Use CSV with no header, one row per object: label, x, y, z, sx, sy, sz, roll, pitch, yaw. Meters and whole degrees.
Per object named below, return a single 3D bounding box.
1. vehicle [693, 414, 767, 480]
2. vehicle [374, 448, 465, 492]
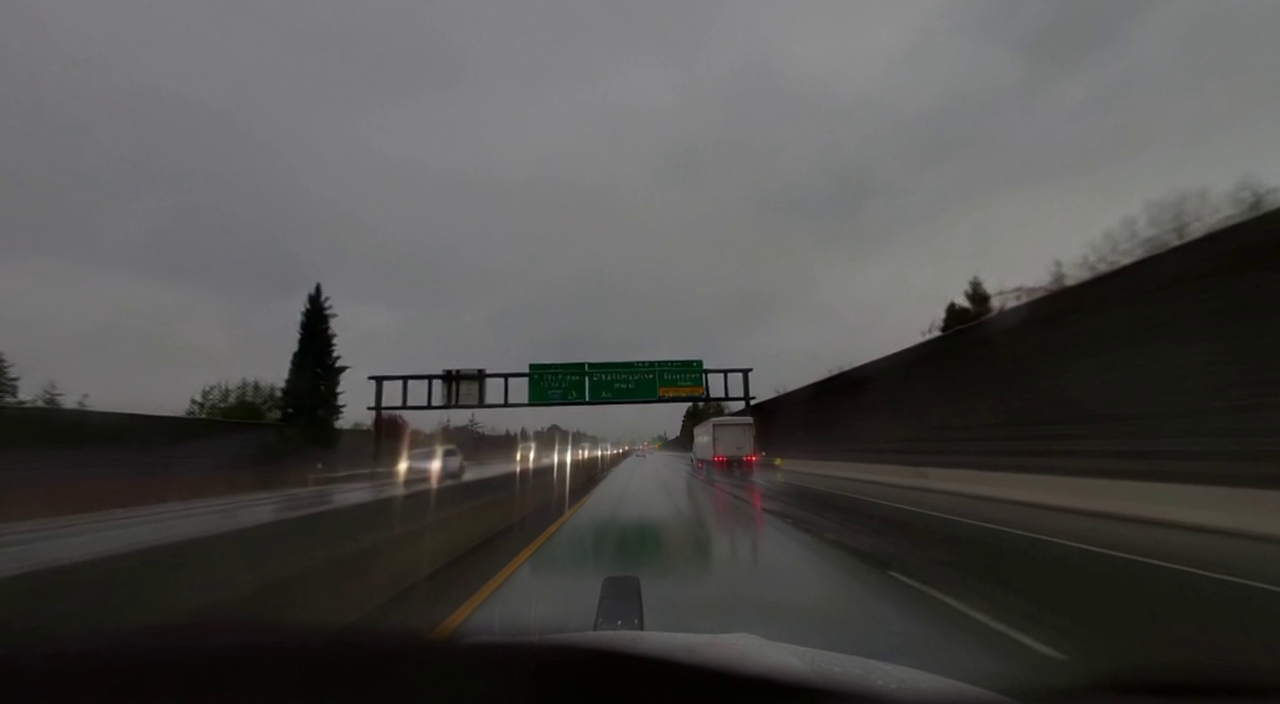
vehicle,4.132,4.577,30.249,2.449,2.805,6.763,0,-9,-1
vehicle,-8.474,4.534,24.561,2.076,1.547,4.098,0,-9,0
